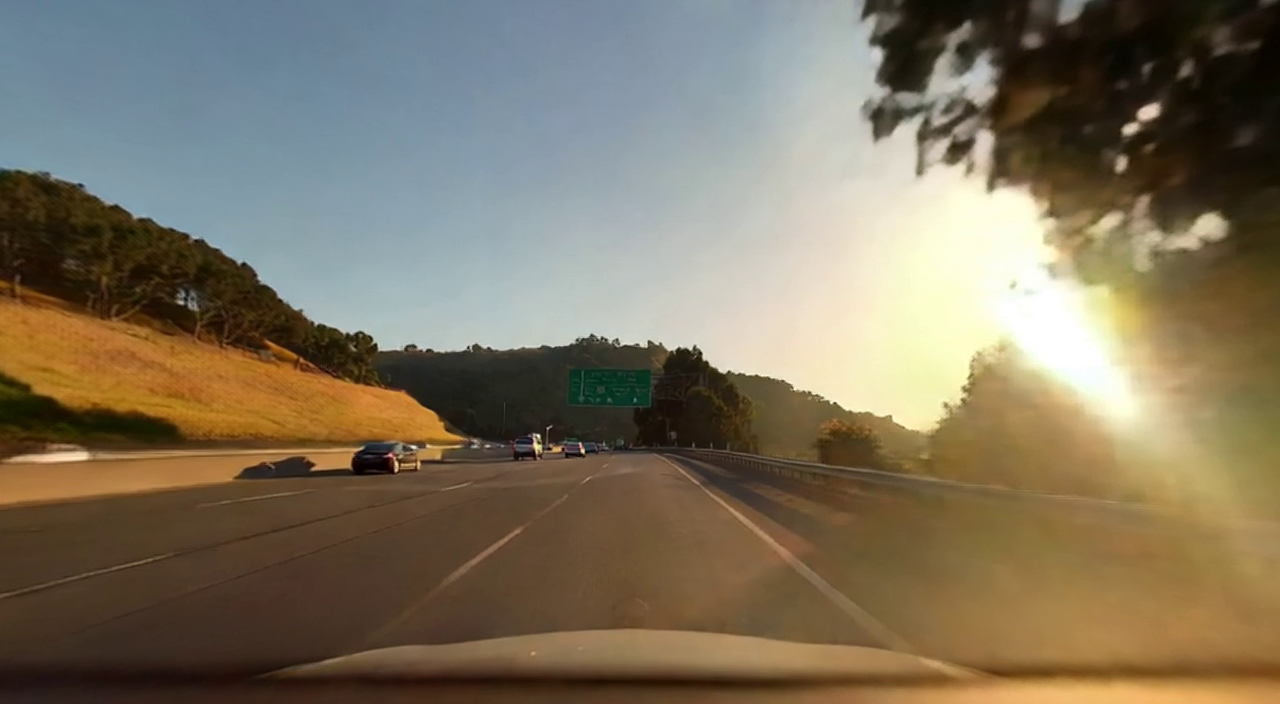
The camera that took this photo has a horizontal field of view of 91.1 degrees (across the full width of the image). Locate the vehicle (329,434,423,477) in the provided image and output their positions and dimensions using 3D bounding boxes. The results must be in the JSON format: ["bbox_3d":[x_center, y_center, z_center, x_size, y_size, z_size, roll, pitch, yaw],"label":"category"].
[{"bbox_3d":[-11.062,4.352,26.703,2.001,1.625,4.528,0,-8,0],"label":"vehicle"}]

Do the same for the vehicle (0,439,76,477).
[{"bbox_3d":[-29.237,4.885,29.107,1.881,1.635,4.610,1,-8,0],"label":"vehicle"}]
